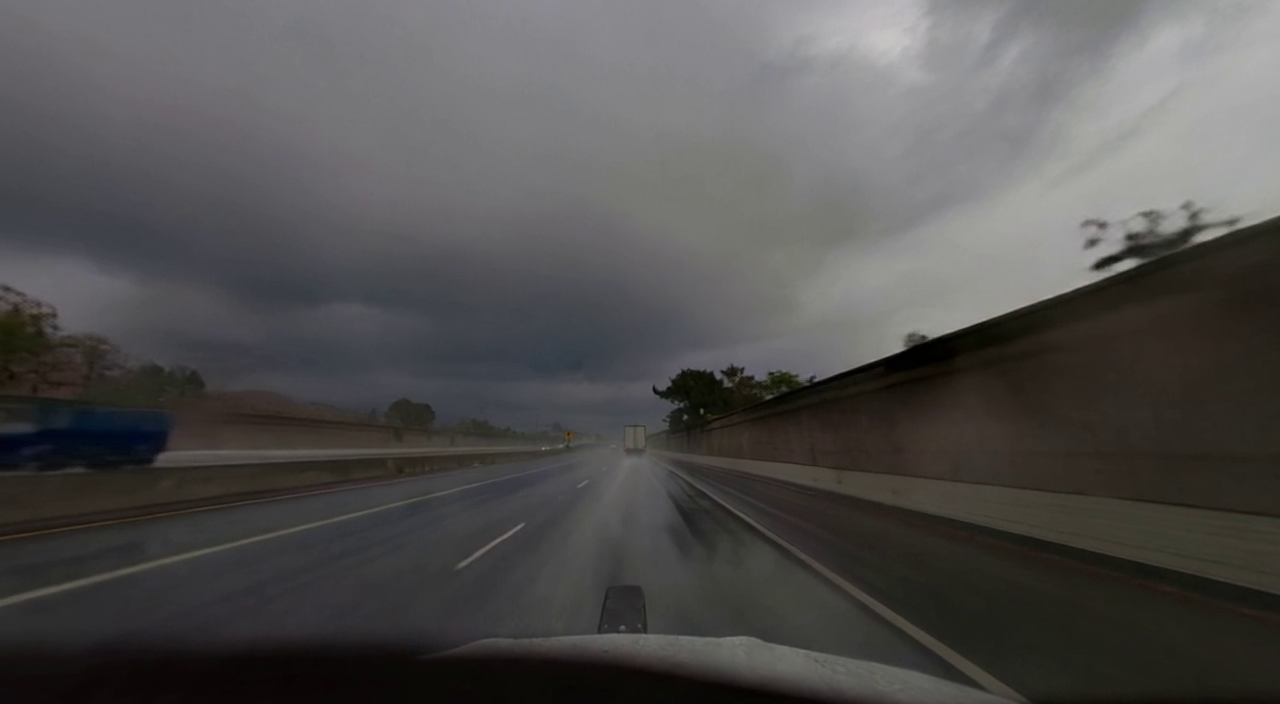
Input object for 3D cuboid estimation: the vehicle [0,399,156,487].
[{"bbox_3d":[-19.206,2.973,20.409,2.487,2.425,5.746,0,-9,-1],"label":"vehicle"}]
